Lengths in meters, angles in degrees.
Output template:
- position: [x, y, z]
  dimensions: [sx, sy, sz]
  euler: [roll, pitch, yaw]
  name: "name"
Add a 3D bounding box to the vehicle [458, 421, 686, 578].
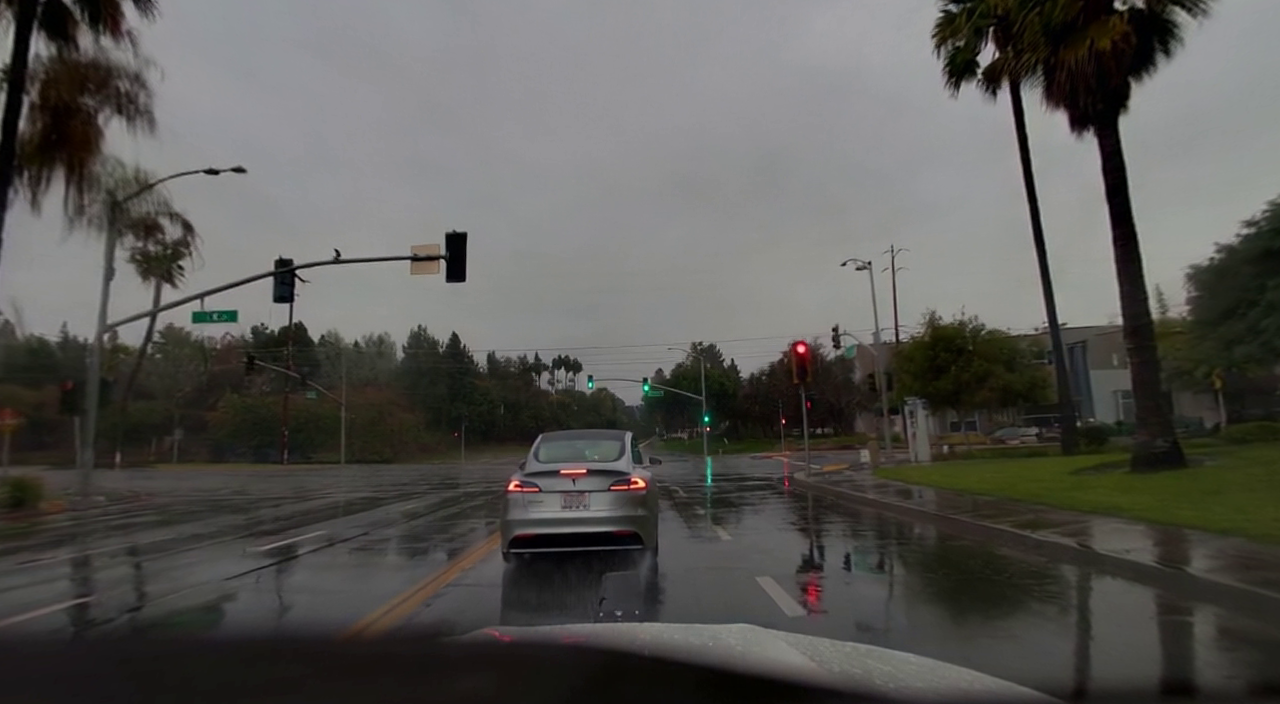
- position: [-0.648, 1.716, 8.179]
  dimensions: [2.152, 1.478, 4.229]
  euler: [0, -8, 0]
  name: "vehicle"
